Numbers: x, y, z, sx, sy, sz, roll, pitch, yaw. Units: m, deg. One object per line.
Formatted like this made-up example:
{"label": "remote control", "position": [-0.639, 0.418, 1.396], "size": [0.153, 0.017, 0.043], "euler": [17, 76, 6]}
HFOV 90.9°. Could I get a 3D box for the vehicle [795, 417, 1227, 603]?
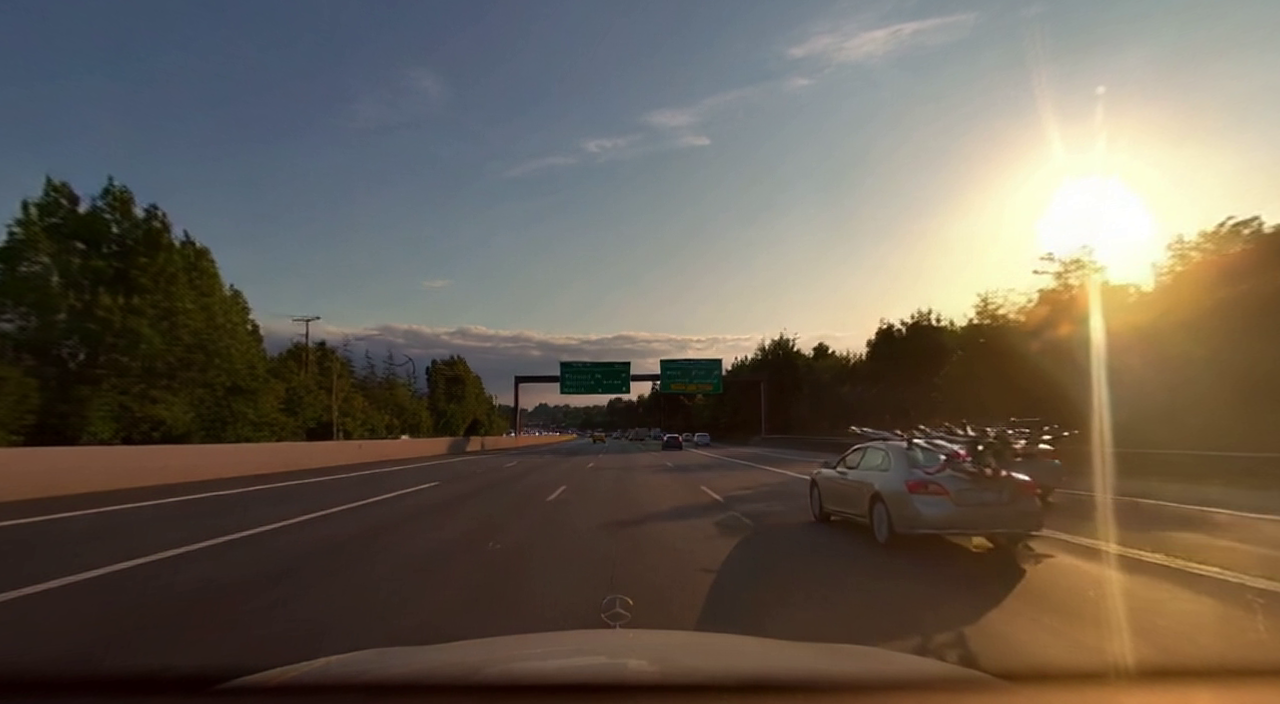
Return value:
{"label": "vehicle", "position": [3.506, 1.540, 7.300], "size": [2.094, 1.441, 4.568], "euler": [0, -8, -3]}
